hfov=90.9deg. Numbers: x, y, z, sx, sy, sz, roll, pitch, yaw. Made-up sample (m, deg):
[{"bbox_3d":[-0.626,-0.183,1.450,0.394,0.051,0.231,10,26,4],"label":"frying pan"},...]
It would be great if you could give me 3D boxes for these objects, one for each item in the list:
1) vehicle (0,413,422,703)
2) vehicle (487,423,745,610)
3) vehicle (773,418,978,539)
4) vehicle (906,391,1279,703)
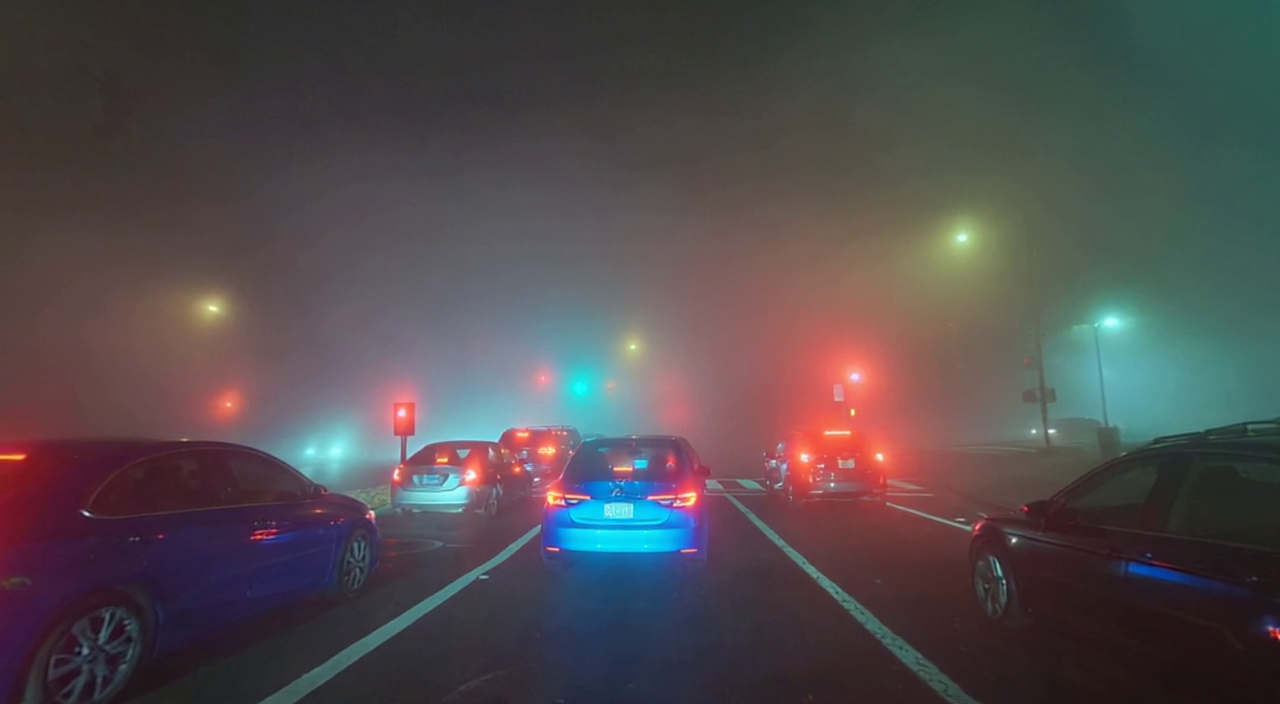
[{"bbox_3d":[-3.414,1.298,4.718,1.980,1.454,4.226,0,-8,1],"label":"vehicle"},{"bbox_3d":[-0.181,1.620,7.121,2.059,1.477,3.988,0,-8,0],"label":"vehicle"},{"bbox_3d":[3.764,2.101,11.025,2.007,1.683,4.171,0,-8,1],"label":"vehicle"},{"bbox_3d":[3.400,1.068,3.490,1.981,1.499,4.536,-1,-8,2],"label":"vehicle"}]
